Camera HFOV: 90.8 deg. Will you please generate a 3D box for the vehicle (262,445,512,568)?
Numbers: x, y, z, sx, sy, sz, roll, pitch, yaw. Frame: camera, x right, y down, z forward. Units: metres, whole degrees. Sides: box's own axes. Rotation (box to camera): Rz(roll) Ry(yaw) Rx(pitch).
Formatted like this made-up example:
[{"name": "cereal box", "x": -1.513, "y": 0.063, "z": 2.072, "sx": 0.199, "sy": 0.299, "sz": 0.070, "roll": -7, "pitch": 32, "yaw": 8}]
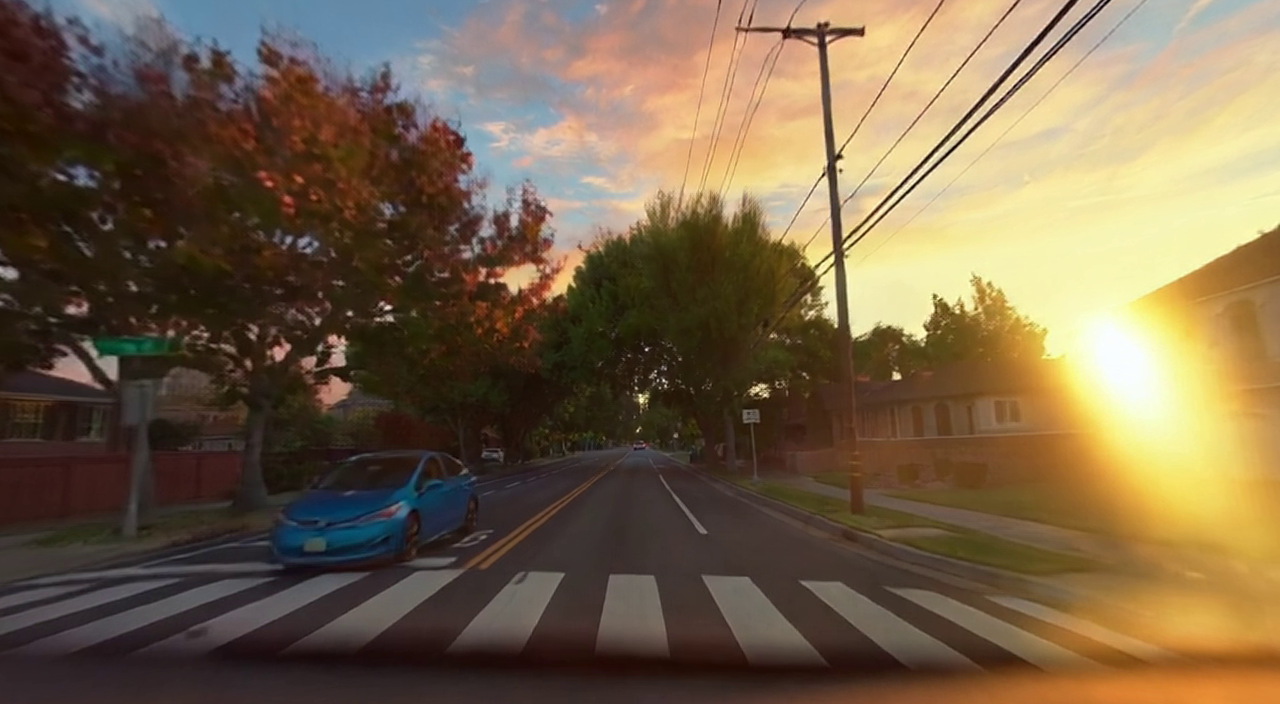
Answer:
[{"name": "vehicle", "x": -3.466, "y": 2.163, "z": 9.680, "sx": 2.102, "sy": 1.463, "sz": 4.024, "roll": 0, "pitch": -8, "yaw": 1}]
